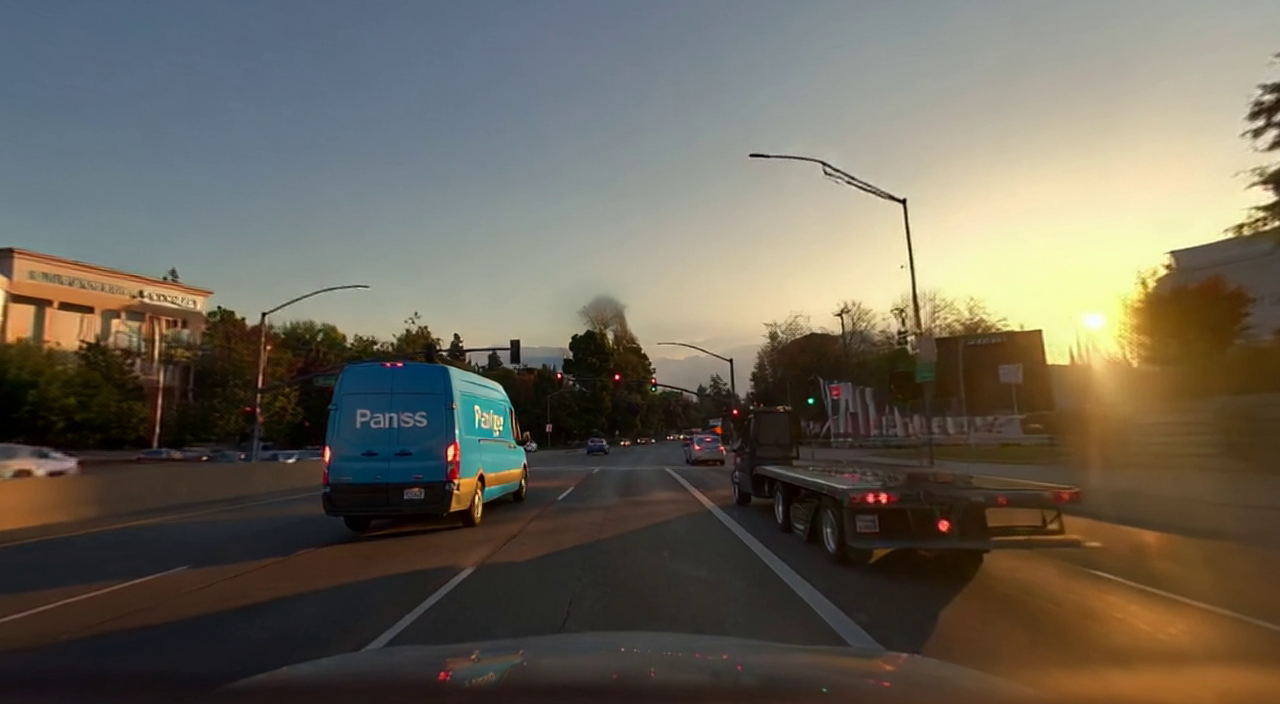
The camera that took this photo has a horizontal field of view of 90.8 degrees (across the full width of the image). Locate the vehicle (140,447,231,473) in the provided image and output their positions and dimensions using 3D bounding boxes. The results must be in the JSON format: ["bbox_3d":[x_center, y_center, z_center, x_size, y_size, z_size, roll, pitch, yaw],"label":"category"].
[{"bbox_3d":[-31.092,7.405,43.381,4.811,1.675,1.875,5,-10,-30],"label":"vehicle"}]

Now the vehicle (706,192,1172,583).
[{"bbox_3d":[3.113,0.977,10.576,2.861,3.525,9.858,0,-9,-1],"label":"vehicle"}]

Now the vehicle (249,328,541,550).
[{"bbox_3d":[-3.592,1.567,11.272,2.443,2.784,6.493,0,-9,1],"label":"vehicle"}]

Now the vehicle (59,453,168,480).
[{"bbox_3d":[-31.131,6.764,37.523,4.535,1.467,2.021,4,-9,-27],"label":"vehicle"}]
